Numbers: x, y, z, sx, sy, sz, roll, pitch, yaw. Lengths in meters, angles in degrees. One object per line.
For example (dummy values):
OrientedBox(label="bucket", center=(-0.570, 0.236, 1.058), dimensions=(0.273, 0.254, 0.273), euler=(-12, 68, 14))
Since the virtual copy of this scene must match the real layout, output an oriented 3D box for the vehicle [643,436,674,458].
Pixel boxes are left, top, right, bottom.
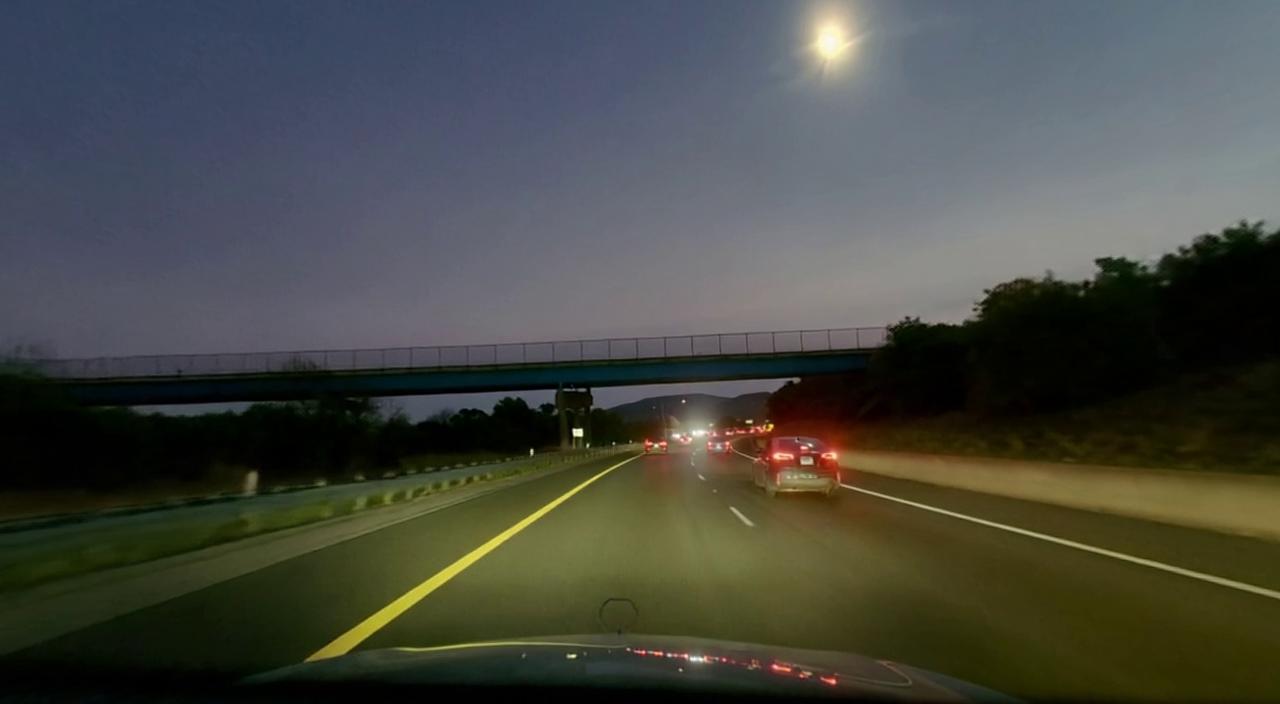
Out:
OrientedBox(label="vehicle", center=(1.350, 6.766, 45.087), dimensions=(1.993, 1.461, 3.812), euler=(-1, -8, 4))
